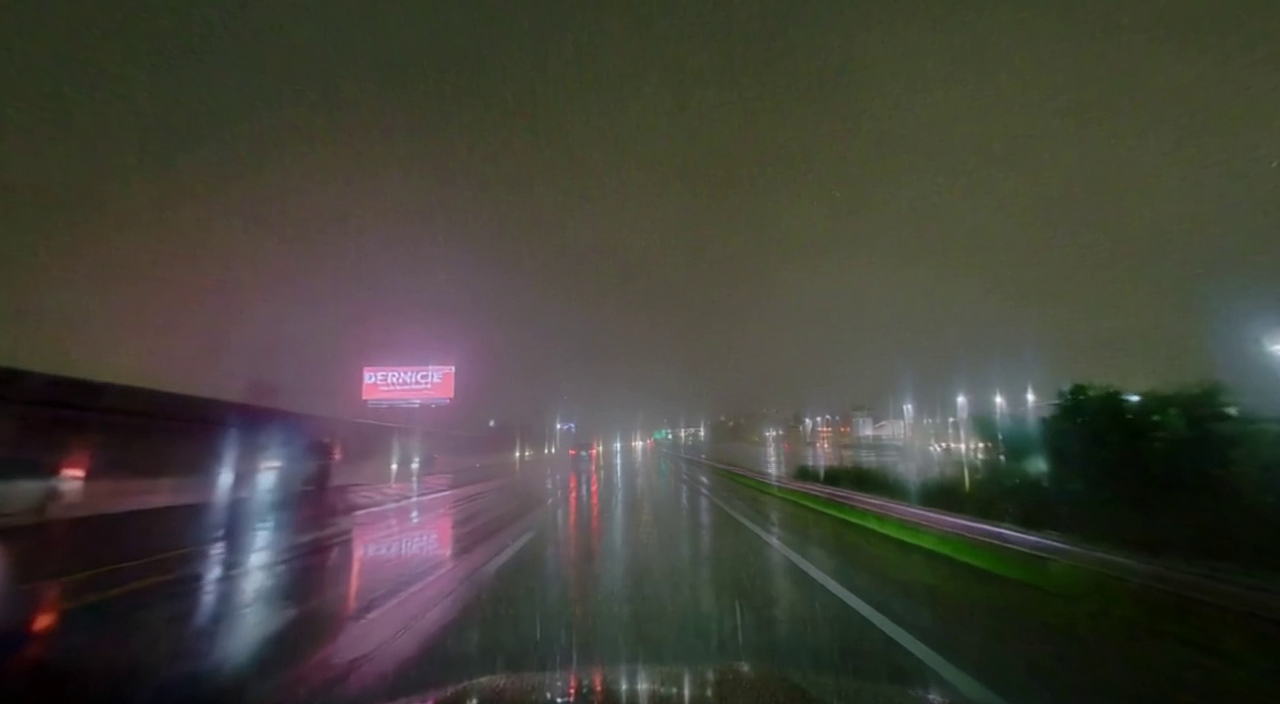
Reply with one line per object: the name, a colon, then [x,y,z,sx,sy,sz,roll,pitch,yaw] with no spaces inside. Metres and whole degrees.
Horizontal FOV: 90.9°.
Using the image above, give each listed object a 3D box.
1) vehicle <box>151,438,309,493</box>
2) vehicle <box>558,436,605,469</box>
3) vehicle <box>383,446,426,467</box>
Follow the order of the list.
vehicle: [-13.989,3.878,22.010,2.210,1.666,4.858,-1,-8,1]
vehicle: [-3.356,5.876,37.051,2.159,1.793,5.027,-1,-8,1]
vehicle: [-17.012,7.539,45.660,1.629,1.476,3.605,-1,-8,1]
